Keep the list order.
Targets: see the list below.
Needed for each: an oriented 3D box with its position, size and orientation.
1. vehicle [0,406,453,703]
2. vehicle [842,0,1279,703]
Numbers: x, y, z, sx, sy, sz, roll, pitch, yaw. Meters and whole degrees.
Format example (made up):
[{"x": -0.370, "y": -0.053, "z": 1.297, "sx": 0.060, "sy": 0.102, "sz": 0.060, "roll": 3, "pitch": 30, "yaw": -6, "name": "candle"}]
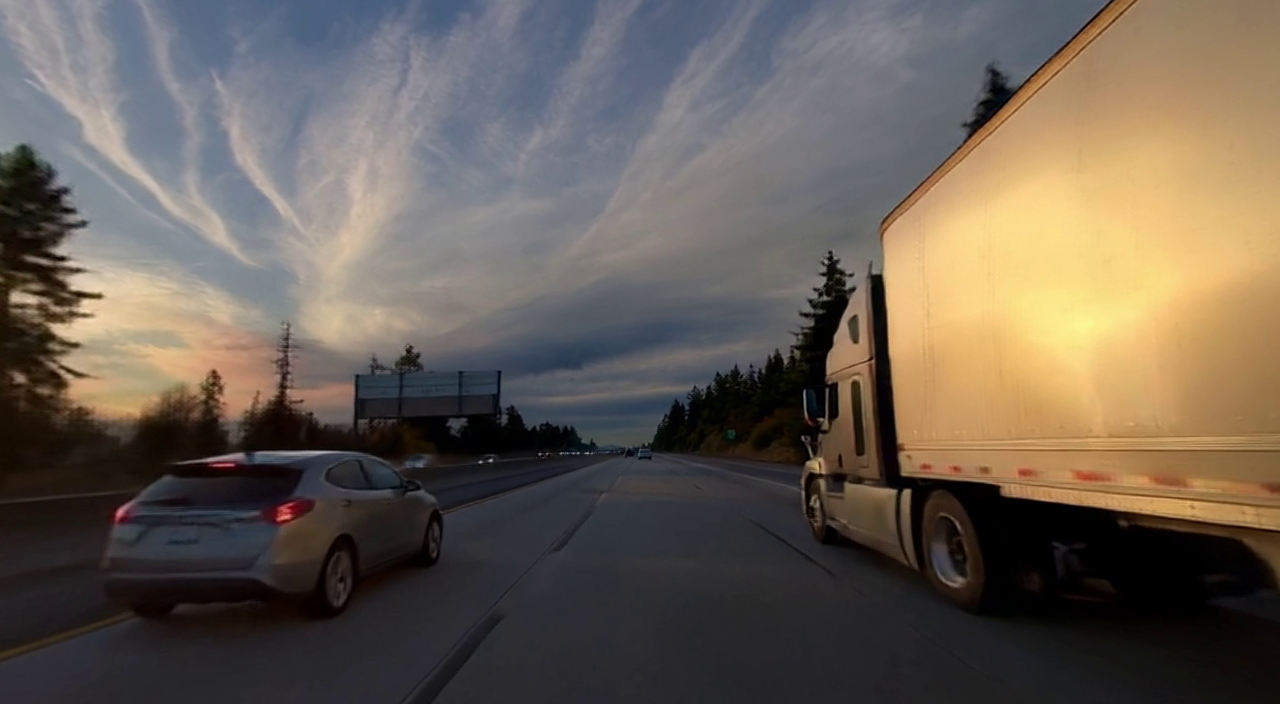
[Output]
[{"x": -3.249, "y": 1.348, "z": 5.029, "sx": 2.054, "sy": 1.475, "sz": 4.708, "roll": 0, "pitch": -9, "yaw": 0, "name": "vehicle"}, {"x": 3.759, "y": -0.042, "z": 3.611, "sx": 3.010, "sy": 3.907, "sz": 5.999, "roll": 0, "pitch": -9, "yaw": -1, "name": "vehicle"}]
